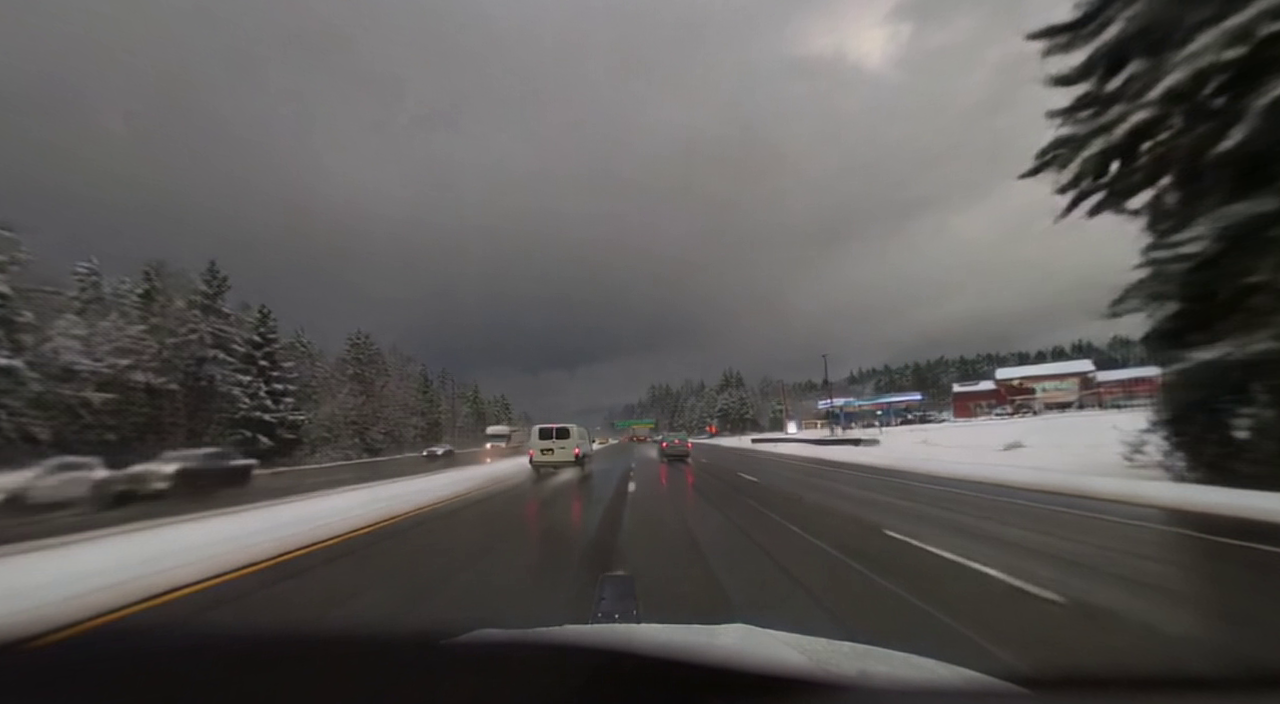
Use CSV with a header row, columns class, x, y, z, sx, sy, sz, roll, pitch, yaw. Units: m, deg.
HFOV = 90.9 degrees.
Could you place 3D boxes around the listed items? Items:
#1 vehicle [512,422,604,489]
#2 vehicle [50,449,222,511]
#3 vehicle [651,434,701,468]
class,x,y,z,sx,sy,sz,roll,pitch,yaw
vehicle,-2.269,2.983,18.680,2.061,1.732,4.457,0,-8,1
vehicle,-13.880,3.487,17.654,1.805,1.467,3.531,0,-8,1
vehicle,1.683,4.852,31.159,2.151,1.550,4.694,0,-8,-1
